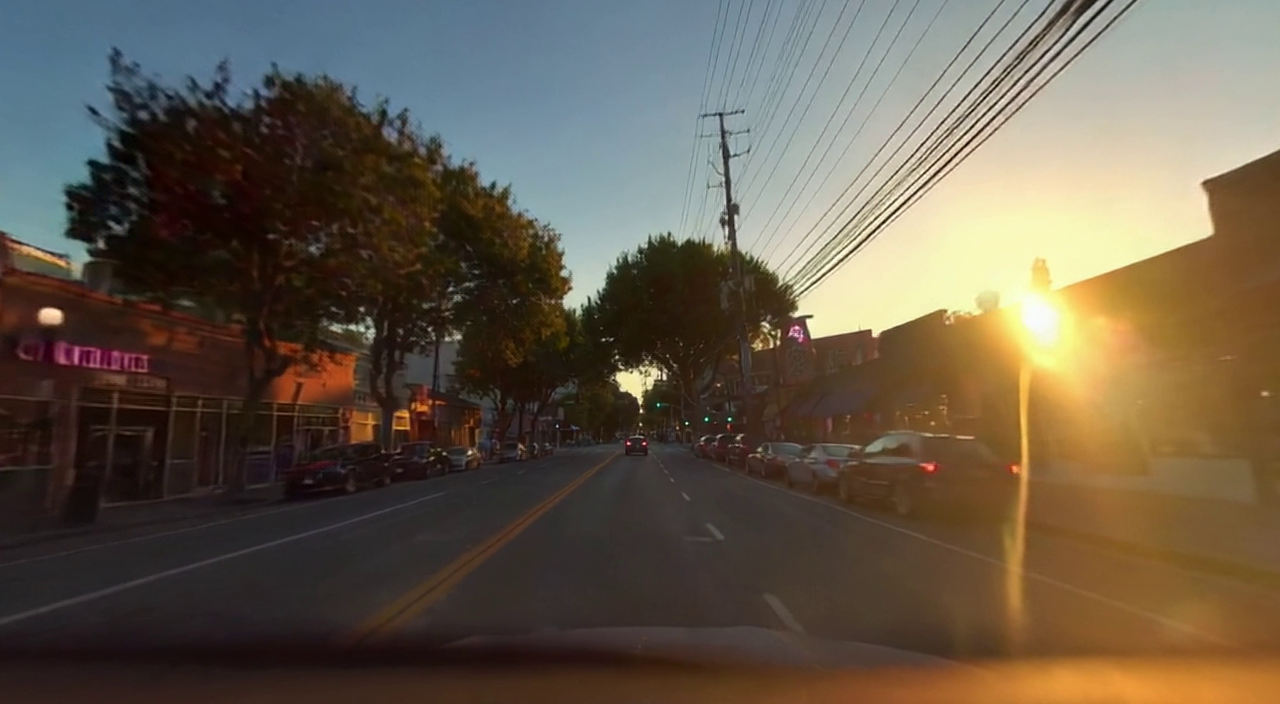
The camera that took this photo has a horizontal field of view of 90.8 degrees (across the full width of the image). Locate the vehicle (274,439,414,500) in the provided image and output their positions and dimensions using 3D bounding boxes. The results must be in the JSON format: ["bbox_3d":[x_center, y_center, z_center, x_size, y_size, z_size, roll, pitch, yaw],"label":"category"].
[{"bbox_3d":[-9.954,3.959,21.907,2.081,1.819,5.607,0,-8,0],"label":"vehicle"}]

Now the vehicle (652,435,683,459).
[{"bbox_3d":[1.951,6.831,45.475,1.998,1.580,4.015,0,-8,-1],"label":"vehicle"}]

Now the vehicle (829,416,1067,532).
[{"bbox_3d":[5.573,2.271,12.441,2.042,1.787,5.110,0,-8,-1],"label":"vehicle"}]

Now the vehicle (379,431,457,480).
[{"bbox_3d":[-10.053,4.712,29.000,2.020,2.013,4.758,0,-8,-3],"label":"vehicle"}]
